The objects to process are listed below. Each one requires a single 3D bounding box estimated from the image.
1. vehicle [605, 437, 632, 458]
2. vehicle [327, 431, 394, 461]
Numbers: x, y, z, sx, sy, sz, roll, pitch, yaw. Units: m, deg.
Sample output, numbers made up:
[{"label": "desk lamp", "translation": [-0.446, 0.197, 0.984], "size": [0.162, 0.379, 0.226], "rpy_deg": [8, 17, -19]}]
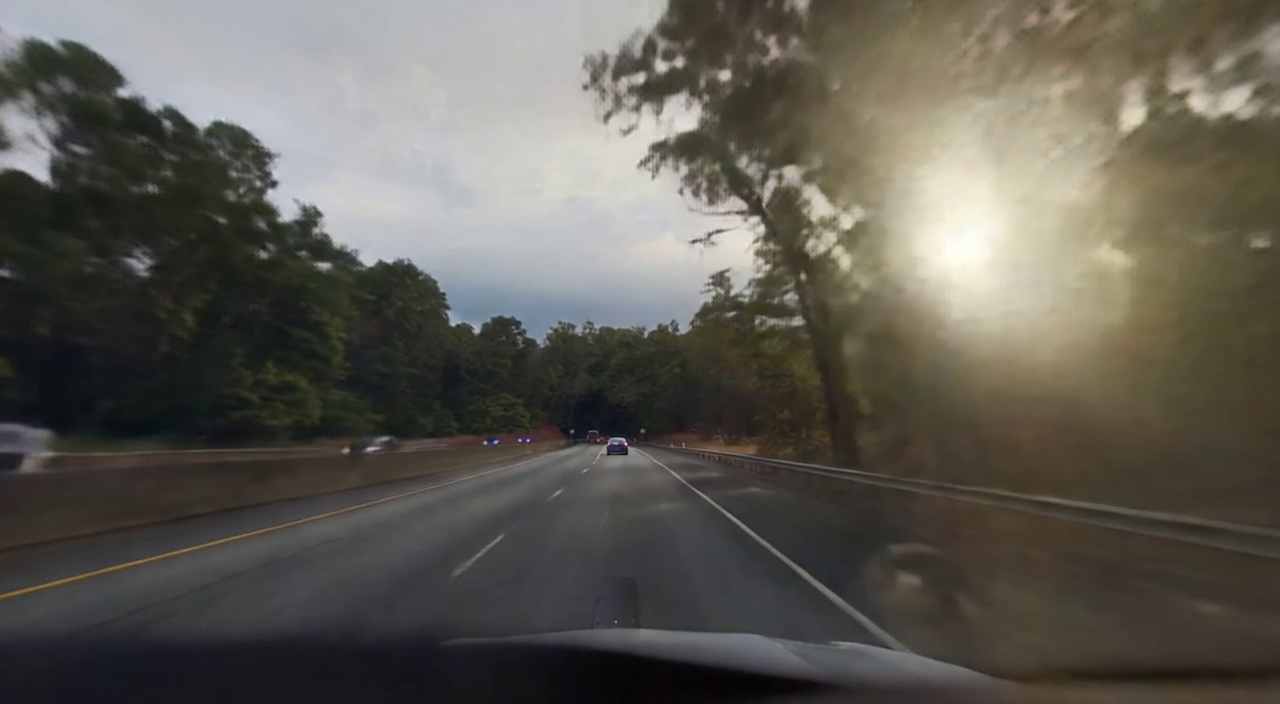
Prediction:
[{"label": "vehicle", "translation": [-1.703, 7.496, 49.630], "size": [2.004, 1.515, 3.968], "rpy_deg": [0, -8, -3]}, {"label": "vehicle", "translation": [-16.068, 5.425, 36.408], "size": [1.890, 1.588, 4.437], "rpy_deg": [0, -8, -1]}]
